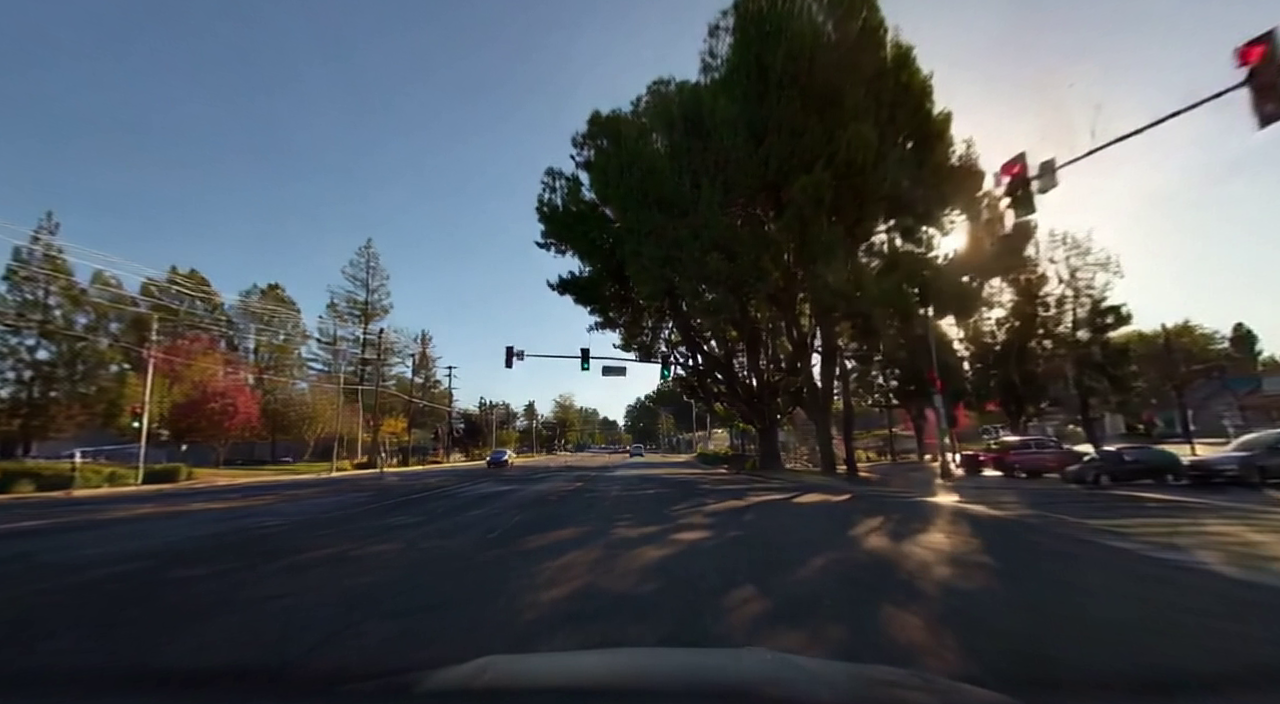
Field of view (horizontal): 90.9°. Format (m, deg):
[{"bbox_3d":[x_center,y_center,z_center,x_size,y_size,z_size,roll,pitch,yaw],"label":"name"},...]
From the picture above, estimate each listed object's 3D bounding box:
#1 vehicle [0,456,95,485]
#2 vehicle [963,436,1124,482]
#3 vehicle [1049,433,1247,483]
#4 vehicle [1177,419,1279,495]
[{"bbox_3d":[-38.004,7.550,40.431,1.959,1.633,4.579,-3,-9,1],"label":"vehicle"},{"bbox_3d":[15.964,4.258,25.095,4.904,1.598,2.326,0,-10,-8],"label":"vehicle"},{"bbox_3d":[15.622,3.262,19.541,4.582,1.436,2.073,1,-9,-7],"label":"vehicle"},{"bbox_3d":[17.463,2.629,16.594,4.721,1.637,2.256,-4,-8,-8],"label":"vehicle"}]
